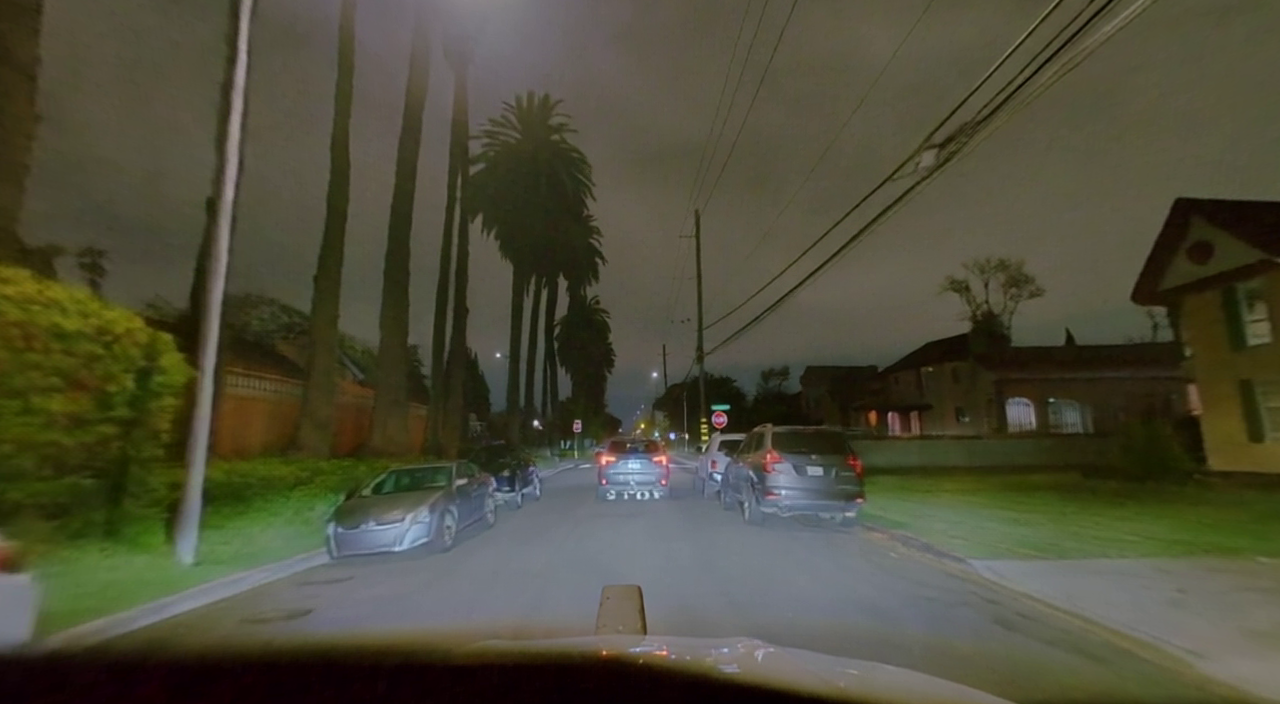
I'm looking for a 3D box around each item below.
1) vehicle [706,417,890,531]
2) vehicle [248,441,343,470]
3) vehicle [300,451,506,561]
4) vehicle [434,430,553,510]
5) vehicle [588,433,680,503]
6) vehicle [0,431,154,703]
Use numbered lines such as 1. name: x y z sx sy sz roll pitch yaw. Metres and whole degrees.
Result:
1. vehicle: 2.558 2.137 11.607 2.136 1.650 4.837 0 -8 0
2. vehicle: -20.494 6.169 37.487 4.557 1.618 1.846 -1 -8 2
3. vehicle: -3.335 2.205 9.700 1.728 1.305 3.805 0 -8 -1
4. vehicle: -3.379 2.802 15.380 1.965 1.657 4.104 0 -8 -1
5. vehicle: -0.151 2.842 15.761 2.010 1.499 4.107 0 -8 -1
6. vehicle: -3.195 0.789 0.695 1.911 1.449 4.412 0 -8 -3
